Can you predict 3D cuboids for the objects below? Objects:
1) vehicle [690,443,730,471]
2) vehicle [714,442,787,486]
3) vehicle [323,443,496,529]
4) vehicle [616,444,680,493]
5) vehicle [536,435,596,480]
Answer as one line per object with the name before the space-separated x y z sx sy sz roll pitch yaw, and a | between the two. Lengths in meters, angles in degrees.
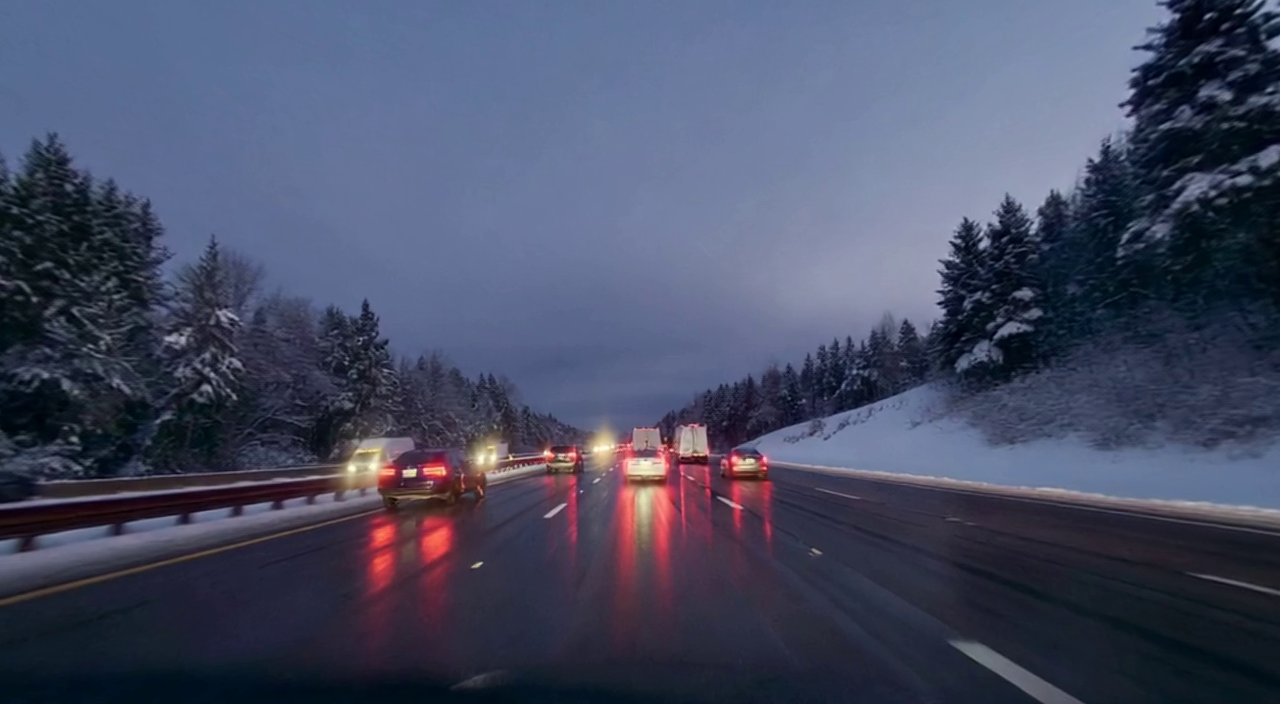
vehicle | 4.577 6.949 41.633 2.080 1.748 4.534 0 -9 0
vehicle | 4.103 4.234 23.933 1.959 1.503 4.064 0 -9 -1
vehicle | -4.550 2.698 13.224 1.967 1.473 4.439 0 -9 0
vehicle | 0.255 4.018 21.945 2.015 1.526 4.286 0 -9 0
vehicle | -3.489 5.101 30.457 2.230 1.973 4.403 -1 -9 2
